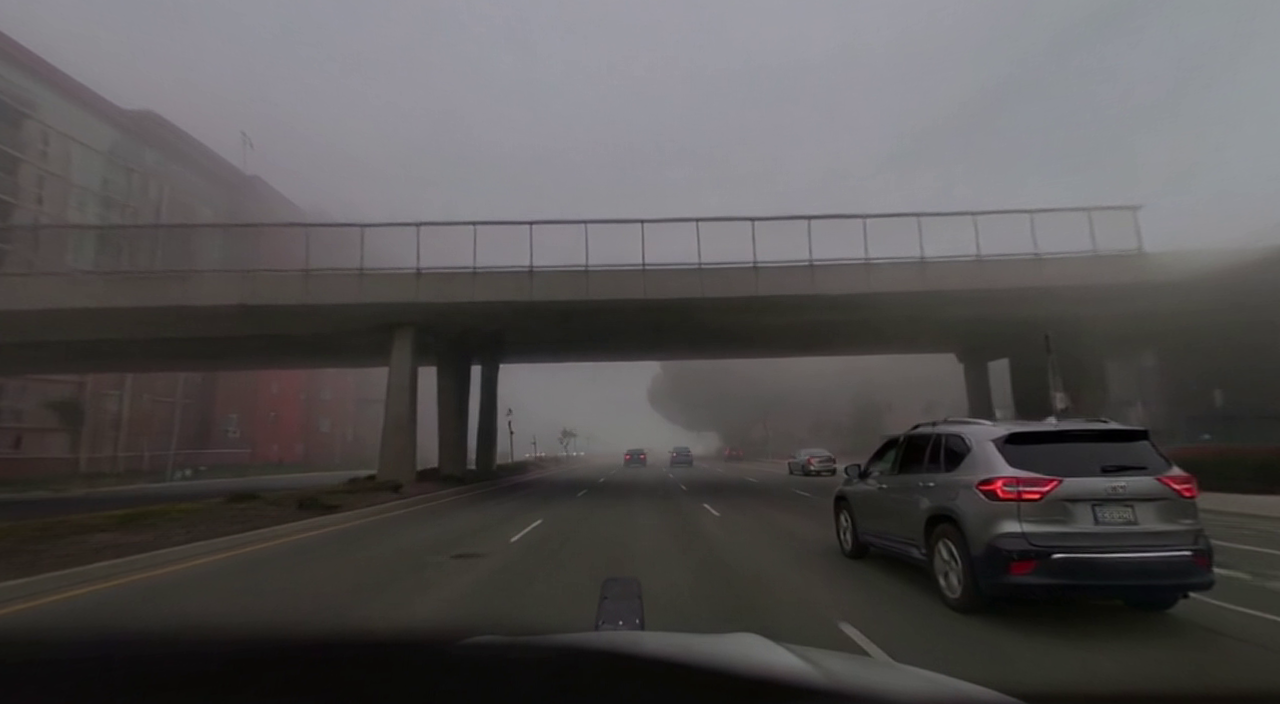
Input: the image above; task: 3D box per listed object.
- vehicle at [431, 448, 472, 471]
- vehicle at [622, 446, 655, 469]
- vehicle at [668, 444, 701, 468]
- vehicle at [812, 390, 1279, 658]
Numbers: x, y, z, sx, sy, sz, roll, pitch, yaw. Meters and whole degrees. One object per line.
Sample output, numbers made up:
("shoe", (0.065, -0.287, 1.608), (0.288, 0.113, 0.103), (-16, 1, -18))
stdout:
("vehicle", (-14.122, 8.062, 47.535), (1.812, 1.511, 4.123), (-1, -7, 0))
("vehicle", (-0.089, 7.400, 44.553), (2.173, 1.498, 4.528), (0, -9, 0))
("vehicle", (3.364, 7.913, 48.233), (2.165, 1.708, 3.928), (0, -9, -1))
("vehicle", (3.493, 1.477, 6.554), (2.130, 1.741, 4.665), (0, -9, 1))
